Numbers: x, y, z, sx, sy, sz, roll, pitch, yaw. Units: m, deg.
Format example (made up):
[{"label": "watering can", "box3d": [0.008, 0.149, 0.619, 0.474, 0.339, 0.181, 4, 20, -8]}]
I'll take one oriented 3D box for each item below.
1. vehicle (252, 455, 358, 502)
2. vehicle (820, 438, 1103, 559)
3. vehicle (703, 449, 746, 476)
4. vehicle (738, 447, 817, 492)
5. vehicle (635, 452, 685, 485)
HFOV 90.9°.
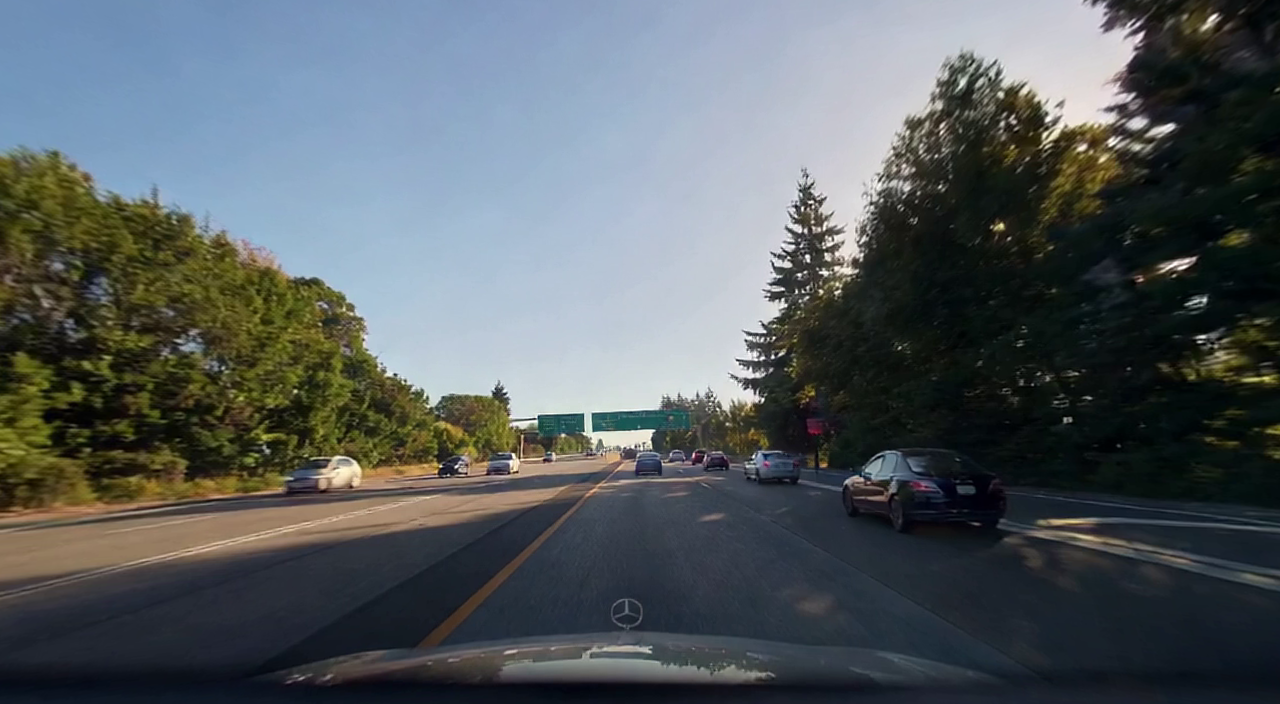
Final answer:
[{"label": "vehicle", "box3d": [-12.356, 4.655, 23.575, 1.805, 1.550, 3.877, 0, -9, 0]}, {"label": "vehicle", "box3d": [4.570, 2.142, 9.991, 2.007, 1.451, 4.587, 0, -9, -1]}, {"label": "vehicle", "box3d": [4.929, 6.514, 37.382, 1.952, 1.495, 3.740, 0, -9, -1]}, {"label": "vehicle", "box3d": [4.875, 4.222, 23.058, 1.827, 1.462, 4.697, 0, -9, 0]}, {"label": "vehicle", "box3d": [0.838, 5.032, 27.474, 2.012, 1.320, 3.777, 0, -9, 1]}]
